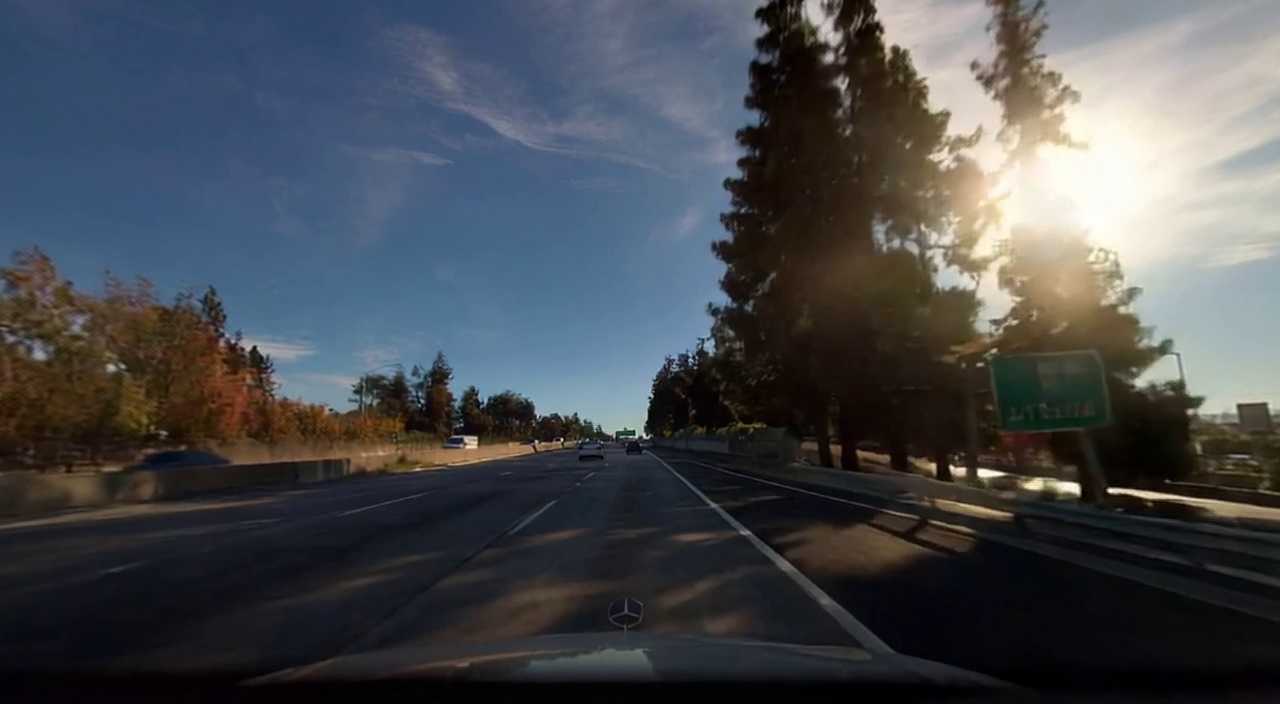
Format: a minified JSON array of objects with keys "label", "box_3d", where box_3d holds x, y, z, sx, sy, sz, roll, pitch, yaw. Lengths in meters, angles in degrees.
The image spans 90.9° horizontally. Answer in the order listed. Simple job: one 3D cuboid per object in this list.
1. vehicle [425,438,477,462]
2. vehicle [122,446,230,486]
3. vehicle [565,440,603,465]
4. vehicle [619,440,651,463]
[{"label":"vehicle","box_3d":[-13.069,6.811,43.920,2.289,1.607,4.231,0,-8,0]},{"label":"vehicle","box_3d":[-17.029,4.163,23.351,1.457,1.357,3.245,0,-8,1]},{"label":"vehicle","box_3d":[-3.596,6.487,41.069,2.067,1.509,4.551,0,-8,0]},{"label":"vehicle","box_3d":[-0.321,6.920,44.023,2.100,1.471,3.956,0,-8,0]}]
